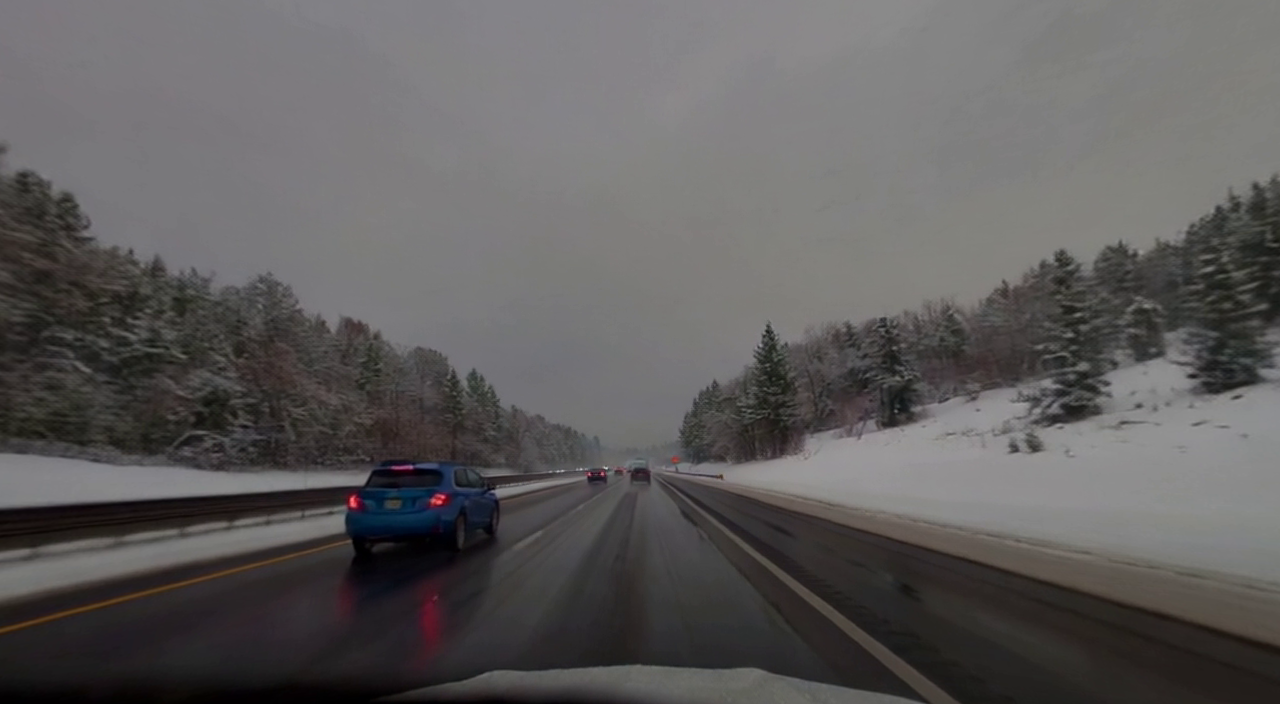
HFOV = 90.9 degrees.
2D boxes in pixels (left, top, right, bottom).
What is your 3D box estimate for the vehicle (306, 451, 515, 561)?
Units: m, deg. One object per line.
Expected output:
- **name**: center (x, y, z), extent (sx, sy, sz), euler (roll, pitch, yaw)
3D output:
- **vehicle**: center (-3.728, 2.621, 11.248), extent (2.047, 1.523, 4.279), euler (1, -11, 1)
